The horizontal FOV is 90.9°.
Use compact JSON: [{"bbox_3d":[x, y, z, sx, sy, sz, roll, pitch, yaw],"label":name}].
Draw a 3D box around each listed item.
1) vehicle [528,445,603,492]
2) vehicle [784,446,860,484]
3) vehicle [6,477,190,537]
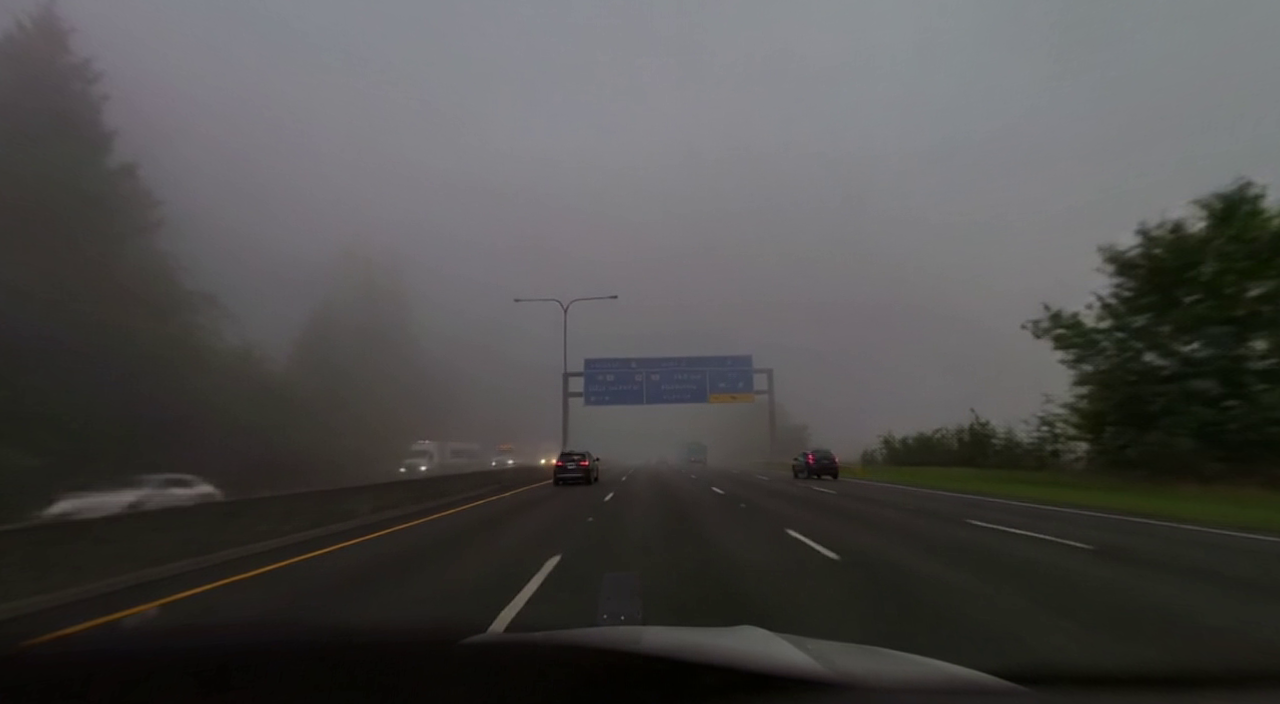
[{"bbox_3d":[-2.644,4.285,23.491,2.191,1.563,4.318,0,-9,1],"label":"vehicle"},{"bbox_3d":[7.864,4.923,27.696,1.943,1.493,4.507,0,-9,-1],"label":"vehicle"},{"bbox_3d":[-17.158,4.900,20.336,1.893,1.483,4.433,0,-9,2],"label":"vehicle"}]
